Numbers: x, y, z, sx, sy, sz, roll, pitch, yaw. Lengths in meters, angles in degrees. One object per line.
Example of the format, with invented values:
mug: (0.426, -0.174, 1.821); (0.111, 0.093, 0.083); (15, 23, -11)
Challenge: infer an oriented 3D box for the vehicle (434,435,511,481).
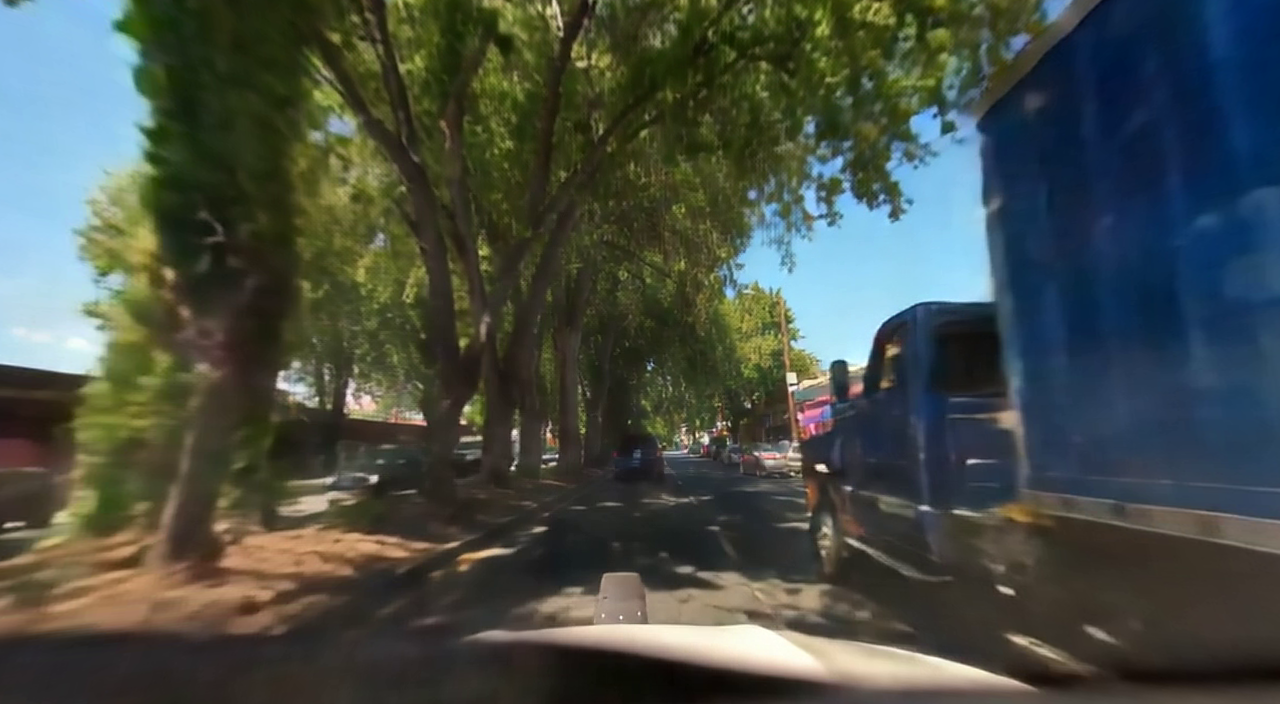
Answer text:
vehicle: (-11.343, 7.273, 43.798); (2.894, 2.789, 8.218); (-1, -9, 1)

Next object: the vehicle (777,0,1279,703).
vehicle: (3.745, 0.017, 4.154); (3.007, 4.206, 12.913); (0, -9, 1)

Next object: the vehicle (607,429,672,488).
vehicle: (0.055, 4.096, 24.645); (2.293, 2.036, 4.853); (-1, -9, 2)

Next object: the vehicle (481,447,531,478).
vehicle: (-7.936, 6.581, 37.910); (1.977, 1.669, 4.387); (0, -9, 1)

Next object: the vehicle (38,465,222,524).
vehicle: (-16.015, 4.456, 20.289); (1.874, 1.506, 4.781); (-1, -9, 1)

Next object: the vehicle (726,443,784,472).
vehicle: (7.204, 6.671, 40.099); (2.114, 1.697, 4.739); (1, -9, -9)

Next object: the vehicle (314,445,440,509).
vehicle: (-7.672, 3.648, 18.984); (1.937, 1.641, 4.575); (0, -9, -2)
